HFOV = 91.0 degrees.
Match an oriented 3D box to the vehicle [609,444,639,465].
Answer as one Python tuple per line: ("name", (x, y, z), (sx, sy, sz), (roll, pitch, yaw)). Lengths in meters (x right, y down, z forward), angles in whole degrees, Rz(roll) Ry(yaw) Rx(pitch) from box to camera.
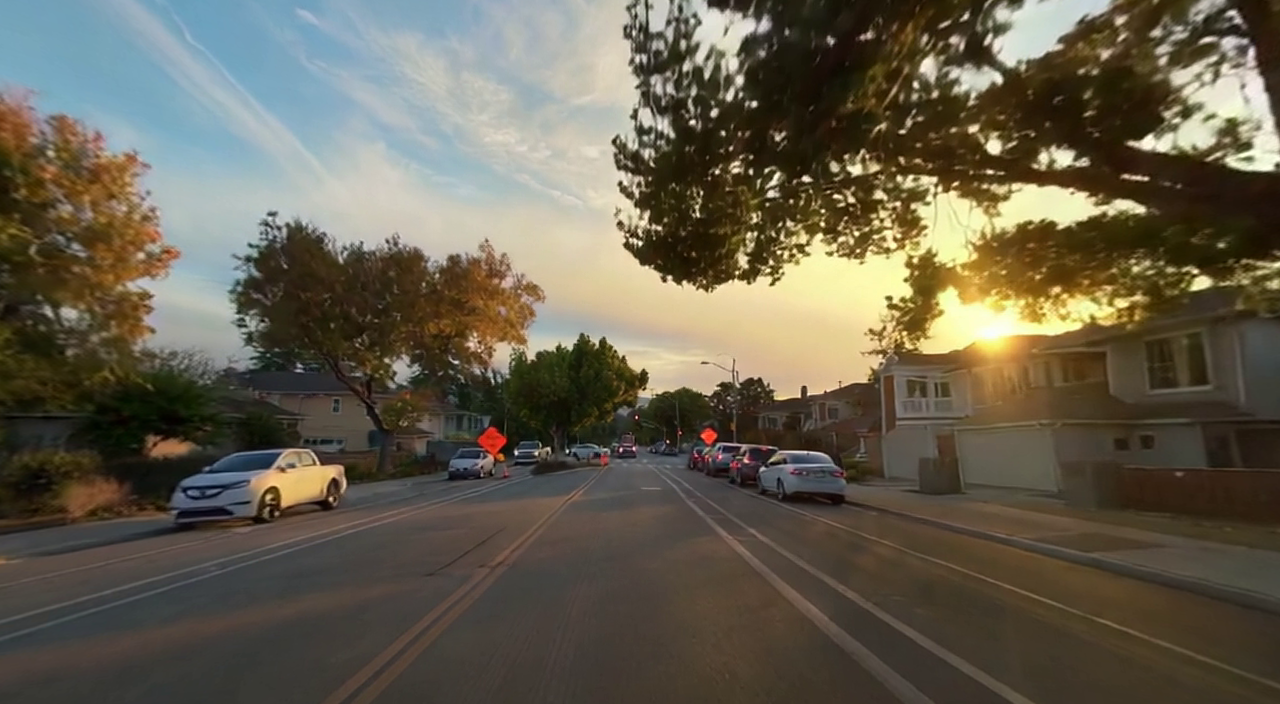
("vehicle", (-1.134, 7.517, 46.331), (2.151, 1.481, 4.084), (0, -9, 0))

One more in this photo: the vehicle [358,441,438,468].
("vehicle", (-16.995, 7.194, 44.388), (4.779, 1.823, 1.964), (0, -9, -1))

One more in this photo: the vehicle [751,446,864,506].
("vehicle", (4.600, 3.464, 18.039), (1.912, 1.463, 4.477), (1, -9, -1))

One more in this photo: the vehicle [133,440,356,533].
("vehicle", (-8.254, 2.819, 13.827), (1.950, 1.672, 4.664), (0, -9, -2))

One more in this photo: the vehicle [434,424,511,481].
("vehicle", (-8.283, 5.034, 31.666), (2.526, 2.631, 4.228), (0, -9, 2))
